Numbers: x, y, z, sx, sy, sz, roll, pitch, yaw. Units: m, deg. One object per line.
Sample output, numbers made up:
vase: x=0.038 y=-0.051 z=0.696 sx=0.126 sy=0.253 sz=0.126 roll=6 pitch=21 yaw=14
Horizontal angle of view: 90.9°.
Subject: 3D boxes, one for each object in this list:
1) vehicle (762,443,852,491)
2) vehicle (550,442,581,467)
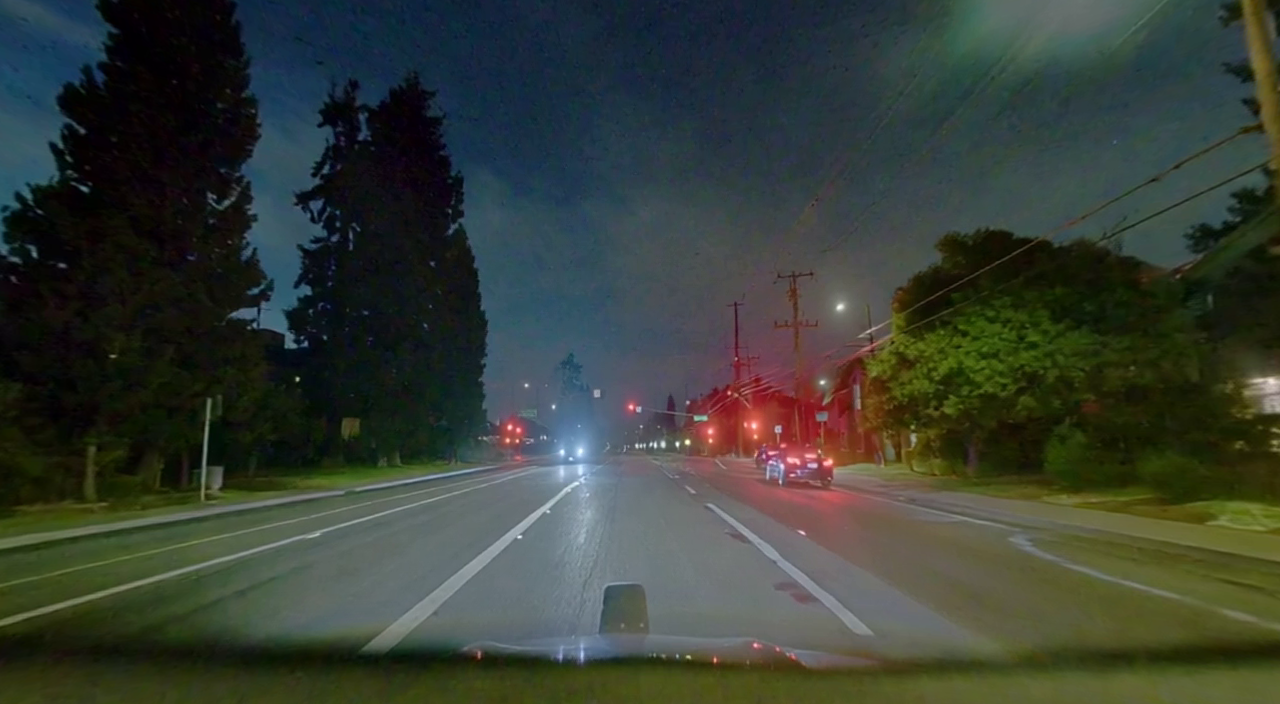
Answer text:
vehicle: x=5.713 y=3.954 z=22.134 sx=2.040 sy=1.475 sz=4.389 roll=0 pitch=-8 yaw=1
vehicle: x=-5.641 y=7.854 z=48.371 sx=2.012 sy=1.778 sz=4.990 roll=0 pitch=-8 yaw=-3
